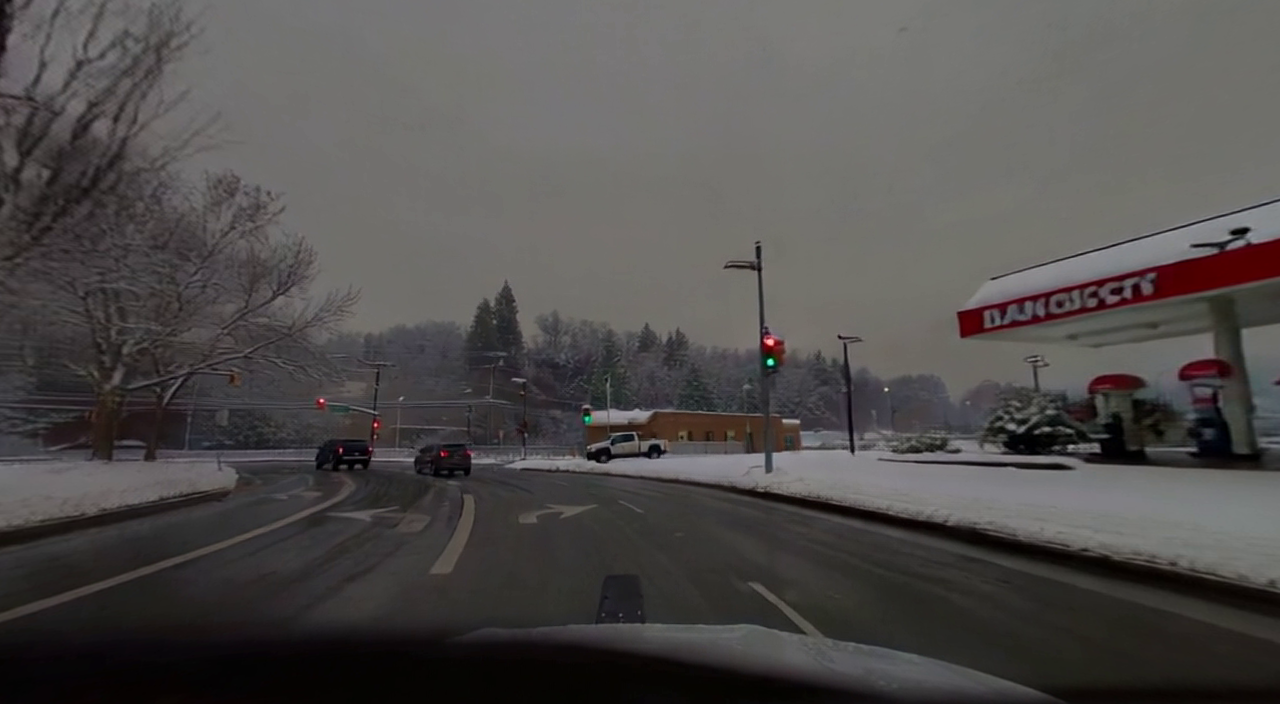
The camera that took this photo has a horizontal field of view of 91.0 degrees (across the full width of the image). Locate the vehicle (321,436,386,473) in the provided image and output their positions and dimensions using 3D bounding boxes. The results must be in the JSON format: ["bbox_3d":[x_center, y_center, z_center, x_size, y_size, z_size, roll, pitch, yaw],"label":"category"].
[{"bbox_3d":[-17.046,6.049,37.314,2.254,2.006,4.766,7,-11,-38],"label":"vehicle"}]

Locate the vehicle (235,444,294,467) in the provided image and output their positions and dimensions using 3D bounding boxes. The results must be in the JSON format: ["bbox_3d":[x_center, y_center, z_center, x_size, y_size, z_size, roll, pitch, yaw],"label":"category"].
[{"bbox_3d":[-29.393,8.057,49.202,4.546,1.650,1.940,-5,-10,31],"label":"vehicle"}]

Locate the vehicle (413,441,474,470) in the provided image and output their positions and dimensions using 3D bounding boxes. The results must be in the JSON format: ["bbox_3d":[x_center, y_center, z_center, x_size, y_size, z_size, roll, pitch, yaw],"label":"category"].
[{"bbox_3d":[-13.694,7.129,43.698,2.202,1.822,4.826,7,-11,-40],"label":"vehicle"}]
